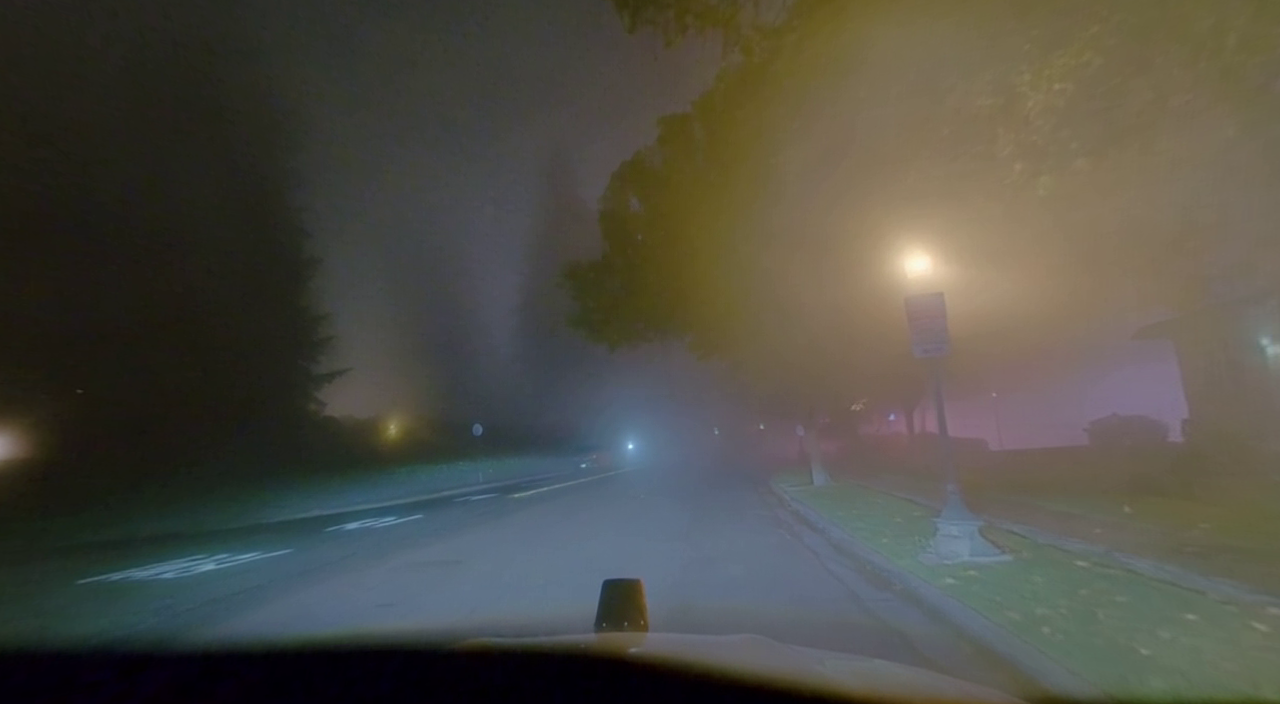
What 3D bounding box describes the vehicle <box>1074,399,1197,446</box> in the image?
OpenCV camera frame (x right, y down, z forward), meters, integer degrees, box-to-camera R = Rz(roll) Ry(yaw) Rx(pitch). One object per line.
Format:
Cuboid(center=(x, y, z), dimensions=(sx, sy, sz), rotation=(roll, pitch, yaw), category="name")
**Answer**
Cuboid(center=(18.916, 2.809, 24.369), dimensions=(1.806, 1.481, 4.671), rotation=(-6, -10, 14), category="vehicle")
